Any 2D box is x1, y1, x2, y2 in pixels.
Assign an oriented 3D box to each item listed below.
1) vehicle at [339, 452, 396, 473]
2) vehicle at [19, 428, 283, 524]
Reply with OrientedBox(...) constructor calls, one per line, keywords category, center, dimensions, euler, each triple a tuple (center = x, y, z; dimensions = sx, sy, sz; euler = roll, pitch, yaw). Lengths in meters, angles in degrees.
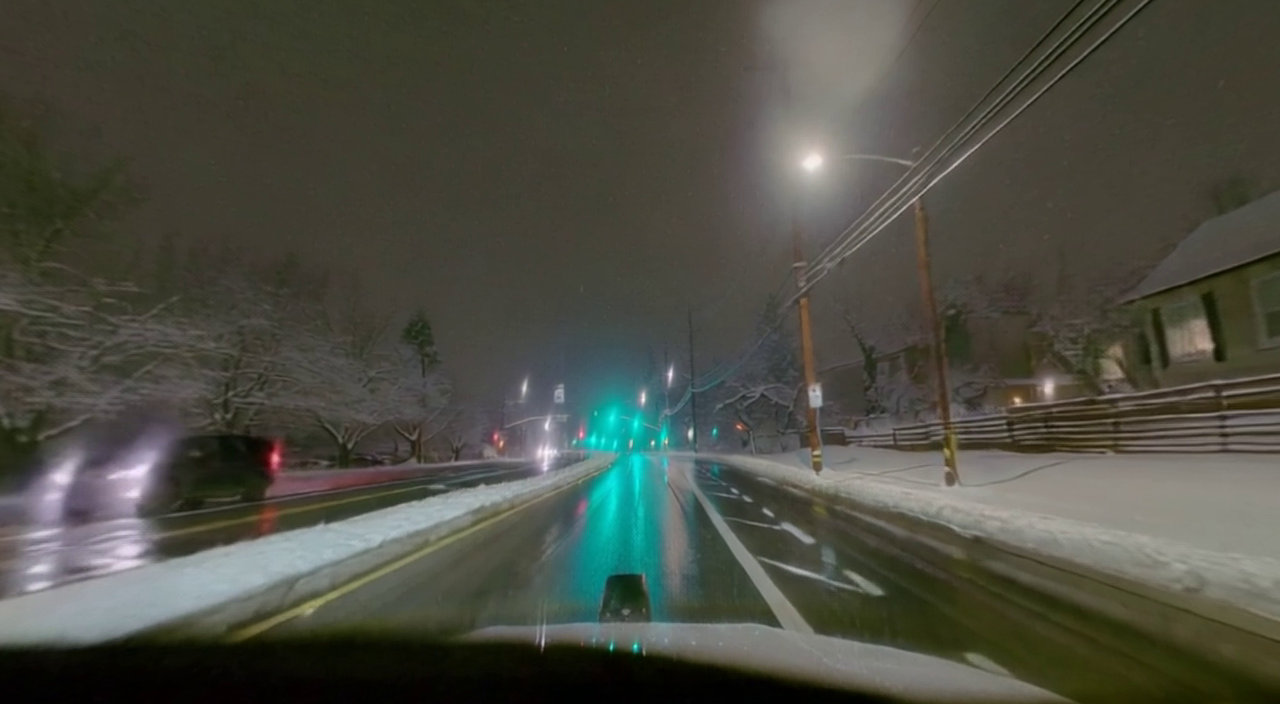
OrientedBox(category="vehicle", center=(-21.288, 8.651, 49.485), dimensions=(1.919, 1.497, 5.140), euler=(-1, -8, 4))
OrientedBox(category="vehicle", center=(-11.274, 2.860, 15.216), dimensions=(2.336, 1.905, 4.908), euler=(-1, -8, 1))
